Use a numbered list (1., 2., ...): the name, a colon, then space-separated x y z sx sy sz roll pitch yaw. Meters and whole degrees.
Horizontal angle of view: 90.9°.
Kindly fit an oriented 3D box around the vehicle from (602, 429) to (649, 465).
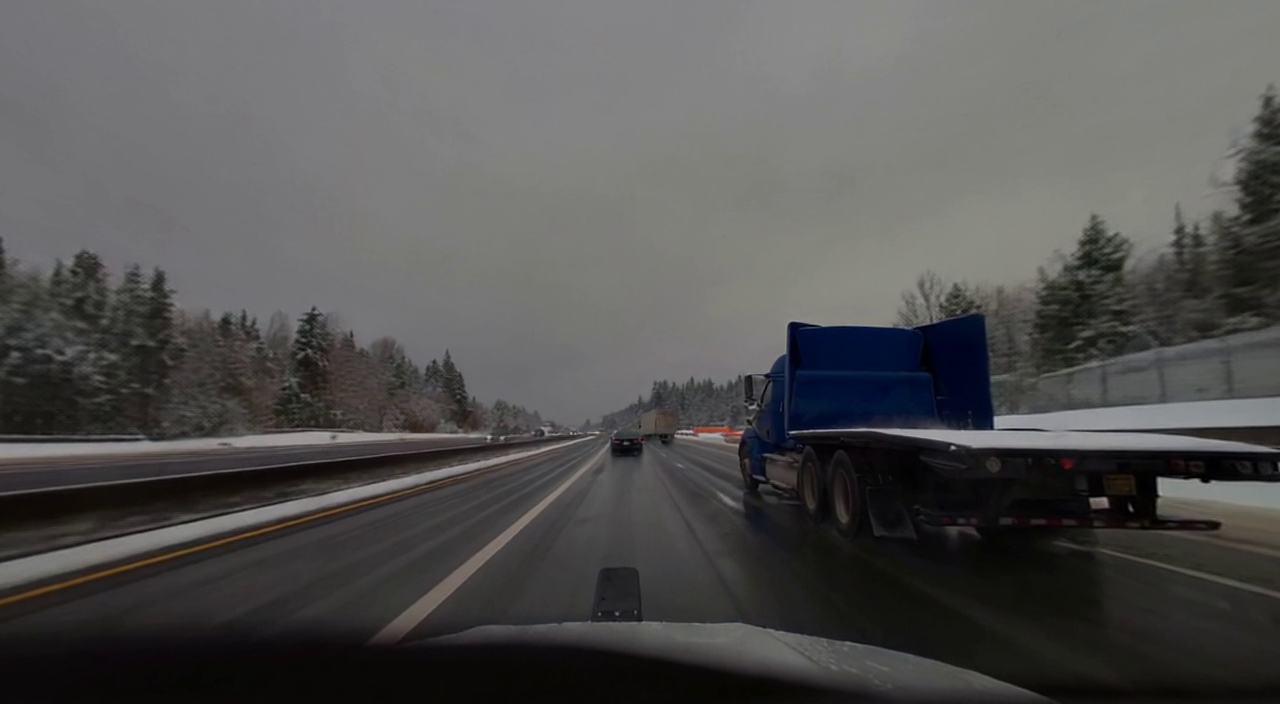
1. vehicle: -0.647 4.172 27.989 1.929 1.469 3.677 0 -8 -1

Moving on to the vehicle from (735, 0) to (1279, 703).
1. vehicle: 3.676 0.478 7.932 2.919 3.634 10.888 0 -8 -2
